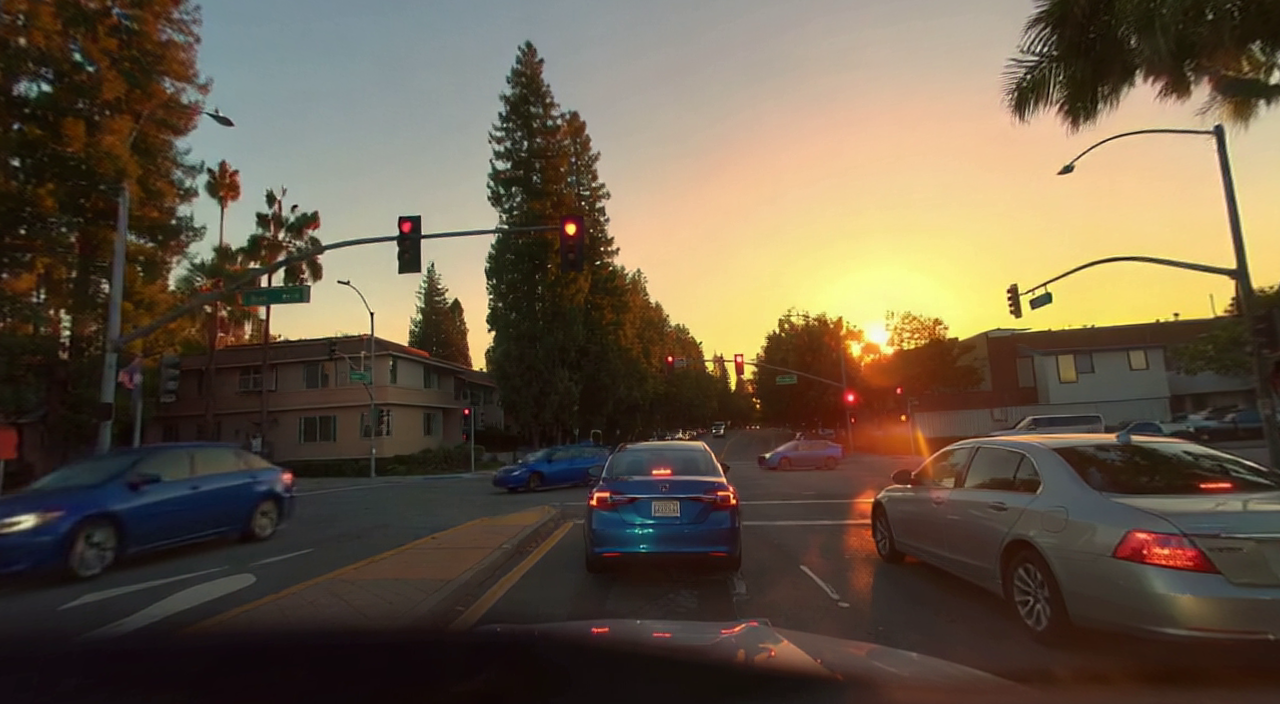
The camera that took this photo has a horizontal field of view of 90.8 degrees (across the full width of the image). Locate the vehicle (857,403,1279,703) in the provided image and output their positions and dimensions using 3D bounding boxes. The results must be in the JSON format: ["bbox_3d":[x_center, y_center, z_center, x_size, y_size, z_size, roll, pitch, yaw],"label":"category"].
[{"bbox_3d":[3.665,1.340,5.430,1.888,1.486,4.681,0,-9,-1],"label":"vehicle"}]

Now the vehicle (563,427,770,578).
[{"bbox_3d":[0.306,1.817,8.337,2.090,1.505,3.756,-1,-9,1],"label":"vehicle"}]

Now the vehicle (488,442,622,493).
[{"bbox_3d":[-2.718,3.758,21.025,1.854,1.490,4.229,-8,-11,40],"label":"vehicle"}]

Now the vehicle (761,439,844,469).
[{"bbox_3d":[9.487,5.967,37.113,4.240,1.615,1.936,-8,-12,43],"label":"vehicle"}]

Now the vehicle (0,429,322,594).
[{"bbox_3d":[-7.439,2.145,9.532,1.988,1.799,4.789,-2,-9,13],"label":"vehicle"}]
